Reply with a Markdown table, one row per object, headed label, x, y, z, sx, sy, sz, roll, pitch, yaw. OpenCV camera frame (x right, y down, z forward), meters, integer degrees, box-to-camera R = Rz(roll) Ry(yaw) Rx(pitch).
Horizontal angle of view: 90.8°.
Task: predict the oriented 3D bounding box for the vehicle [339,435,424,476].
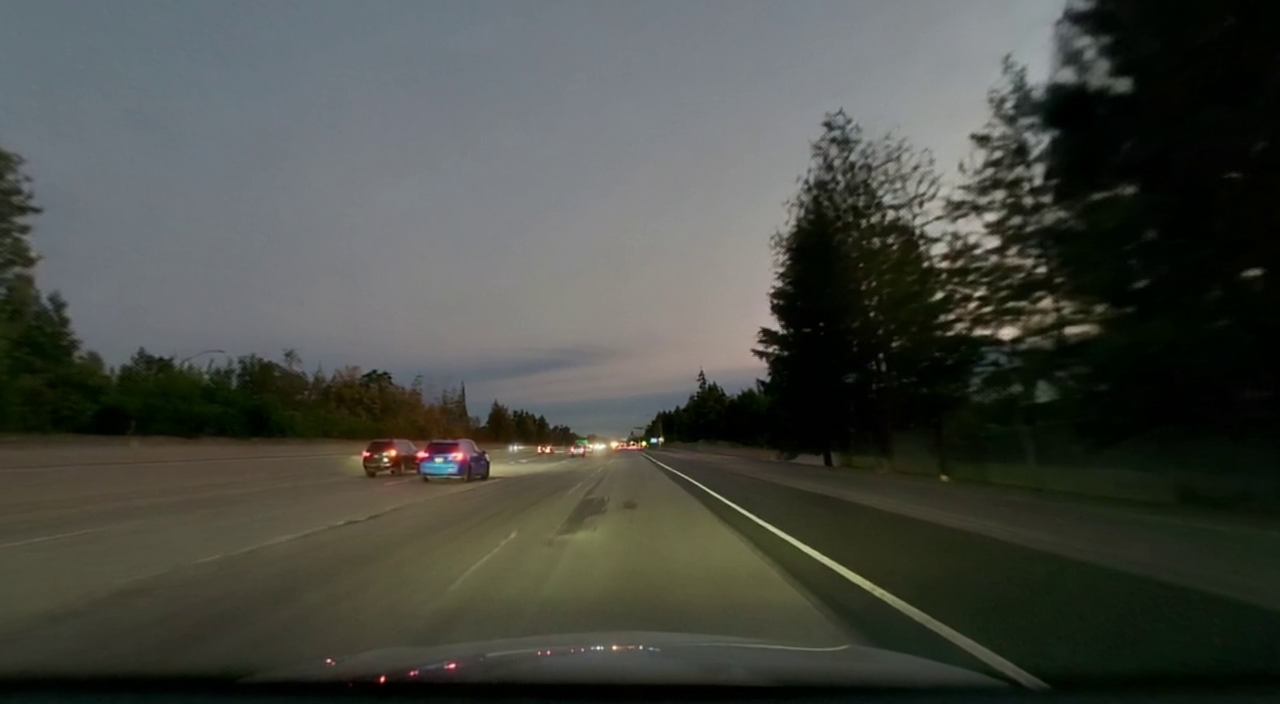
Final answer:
| label | x | y | z | sx | sy | sz | roll | pitch | yaw |
| --- | --- | --- | --- | --- | --- | --- | --- | --- | --- |
| vehicle | -11.631 | 4.683 | 28.754 | 2.016 | 1.711 | 4.365 | 0 | -9 | -1 |

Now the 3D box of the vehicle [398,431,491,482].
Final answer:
| label | x | y | z | sx | sy | sz | roll | pitch | yaw |
| --- | --- | --- | --- | --- | --- | --- | --- | --- | --- |
| vehicle | -7.340 | 3.989 | 24.290 | 2.146 | 1.766 | 4.502 | 0 | -9 | -1 |
